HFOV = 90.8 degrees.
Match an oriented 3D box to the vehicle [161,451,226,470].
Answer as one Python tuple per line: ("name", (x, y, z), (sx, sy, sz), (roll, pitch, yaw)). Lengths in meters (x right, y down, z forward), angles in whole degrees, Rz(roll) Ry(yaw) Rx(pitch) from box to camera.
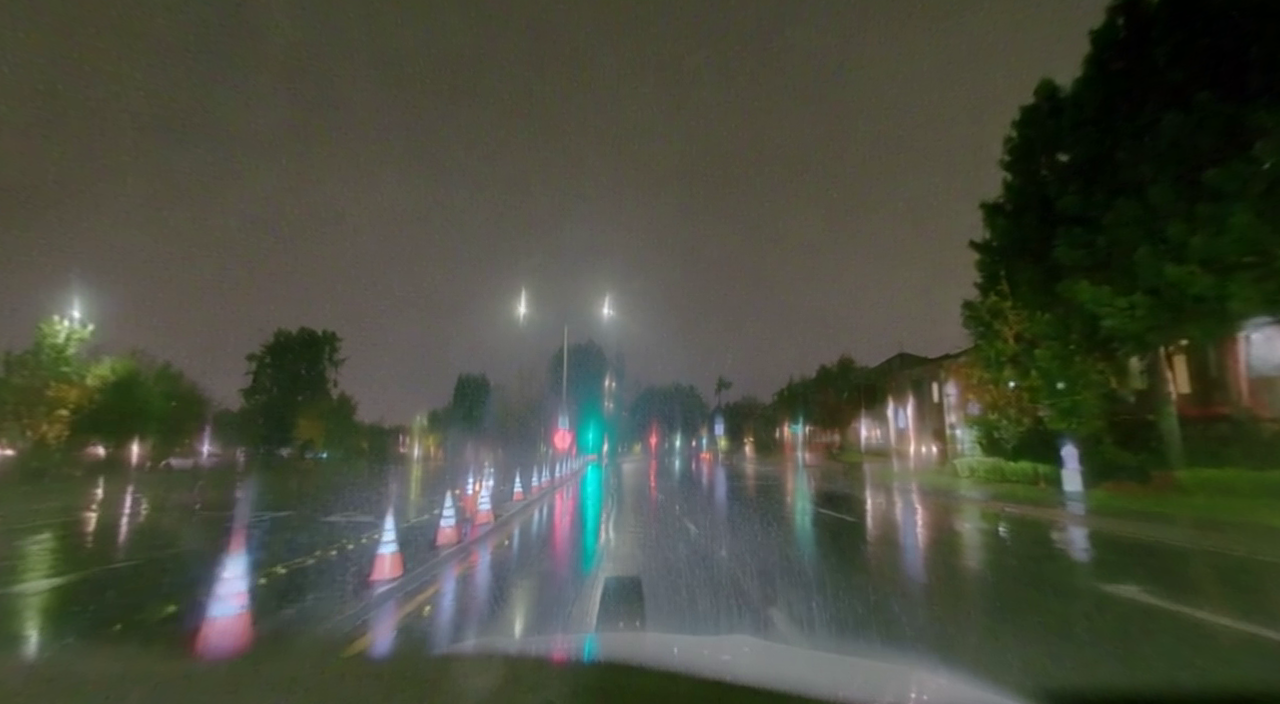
("vehicle", (-34.271, 8.328, 48.544), (3.732, 1.453, 1.721), (-1, -9, 3))
